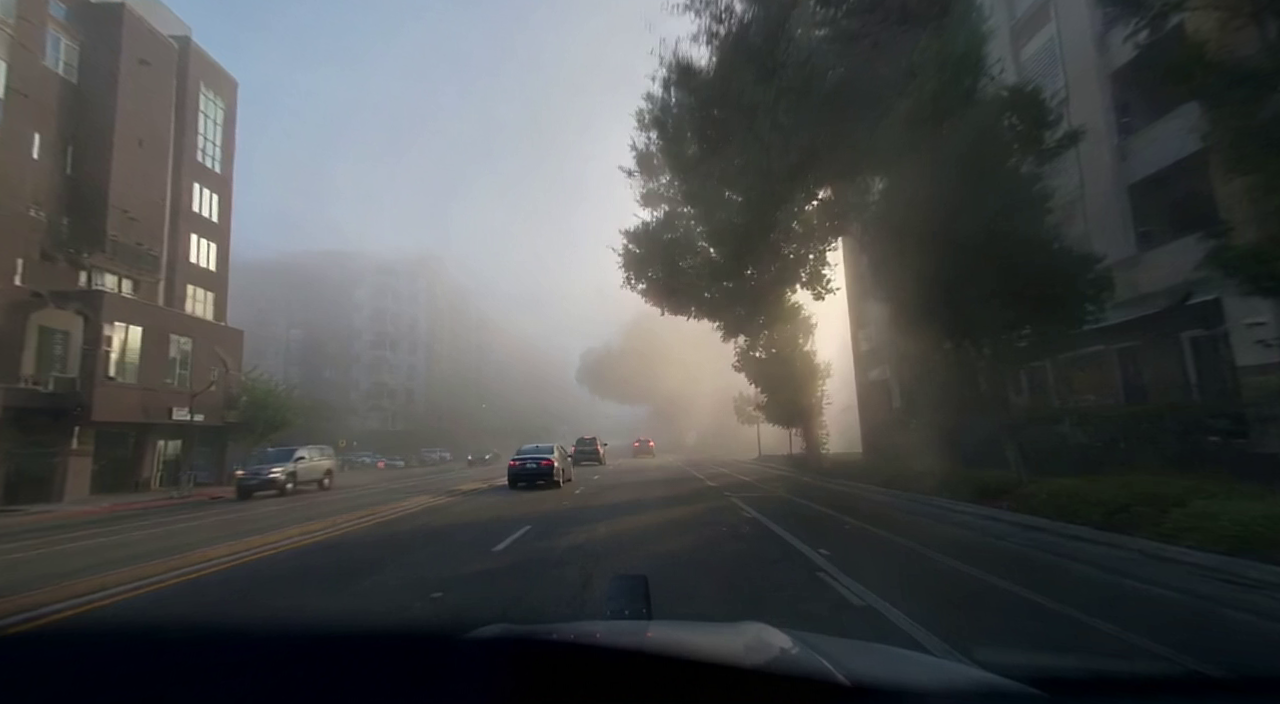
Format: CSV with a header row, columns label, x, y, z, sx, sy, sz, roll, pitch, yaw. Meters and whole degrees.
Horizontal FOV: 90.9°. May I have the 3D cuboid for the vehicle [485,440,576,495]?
label,x,y,z,sx,sy,sz,roll,pitch,yaw
vehicle,-3.066,3.322,18.548,1.959,1.406,4.272,0,-9,0

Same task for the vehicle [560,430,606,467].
label,x,y,z,sx,sy,sz,roll,pitch,yaw
vehicle,-3.217,5.575,36.537,2.152,1.987,4.527,0,-9,1

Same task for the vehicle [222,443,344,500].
label,x,y,z,sx,sy,sz,roll,pitch,yaw
vehicle,-12.822,4.274,23.081,2.017,1.804,4.712,0,-9,-5
